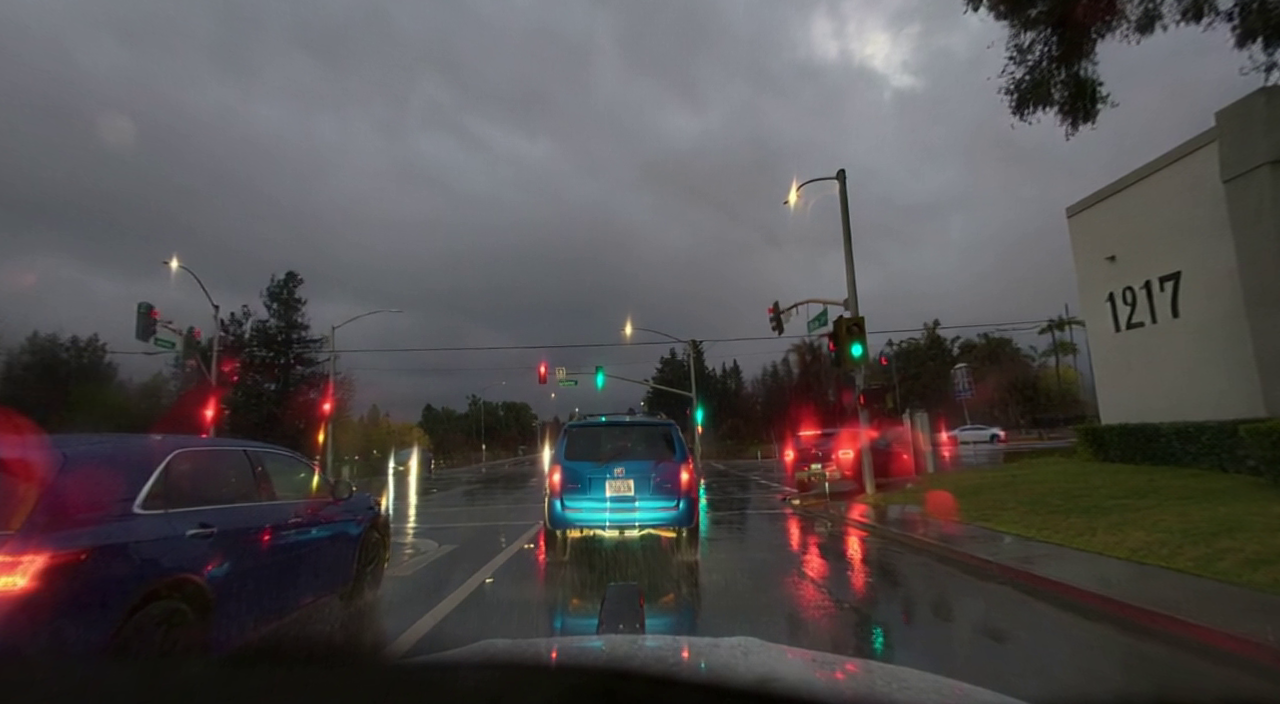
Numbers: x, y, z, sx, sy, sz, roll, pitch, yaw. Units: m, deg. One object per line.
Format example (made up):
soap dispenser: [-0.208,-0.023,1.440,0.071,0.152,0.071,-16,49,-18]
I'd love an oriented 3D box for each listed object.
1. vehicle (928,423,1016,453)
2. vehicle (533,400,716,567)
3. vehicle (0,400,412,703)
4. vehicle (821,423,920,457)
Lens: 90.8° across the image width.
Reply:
vehicle: [17.688,4.604,33.712,3.830,1.545,2.006,3,-9,-19]
vehicle: [-0.181,1.799,9.342,2.059,1.877,4.249,0,-8,0]
vehicle: [-3.382,1.253,4.556,2.011,1.527,4.008,0,-8,-1]
vehicle: [12.796,4.902,35.107,4.872,1.806,2.107,3,-9,-20]
